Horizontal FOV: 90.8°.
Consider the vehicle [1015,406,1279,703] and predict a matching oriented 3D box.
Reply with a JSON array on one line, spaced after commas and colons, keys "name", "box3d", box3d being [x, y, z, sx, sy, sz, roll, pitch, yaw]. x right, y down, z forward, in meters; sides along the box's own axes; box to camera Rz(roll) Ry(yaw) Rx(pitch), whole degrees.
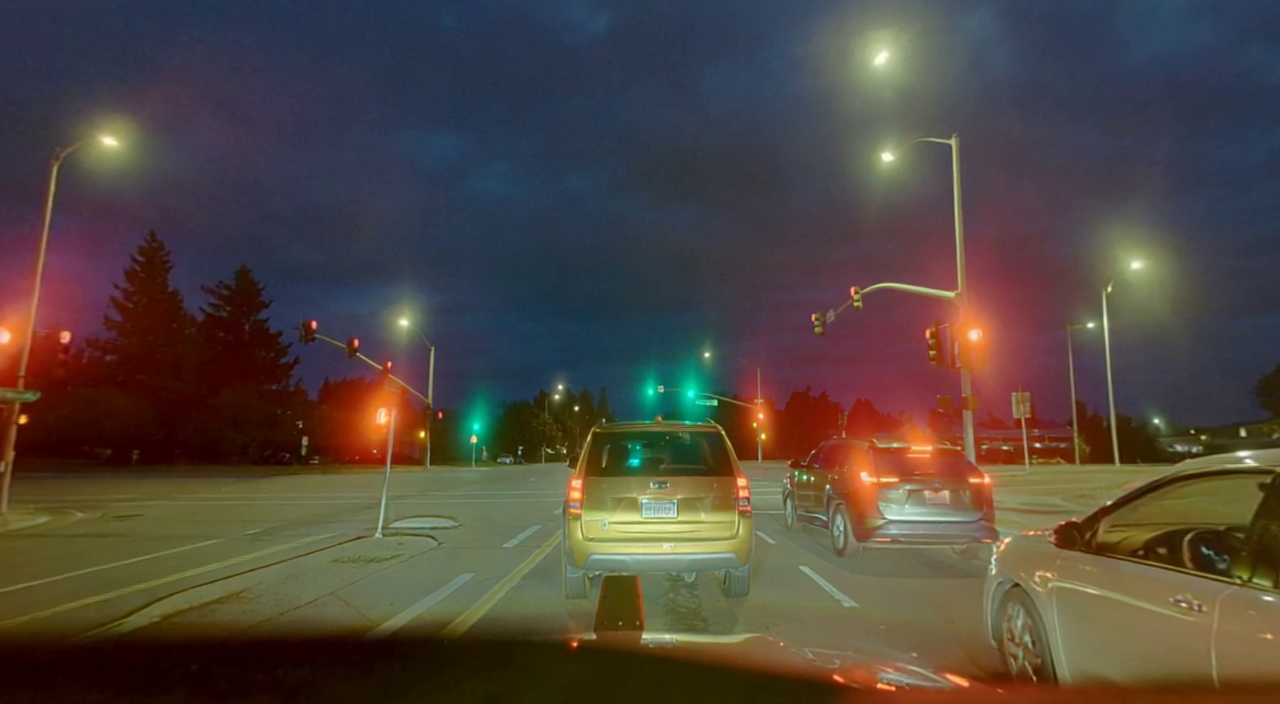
[{"name": "vehicle", "box3d": [3.157, 0.815, 1.426, 1.924, 1.466, 4.461, 0, -8, 1]}]

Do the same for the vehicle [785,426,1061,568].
[{"name": "vehicle", "box3d": [3.527, 1.868, 8.936, 1.861, 1.495, 4.215, 0, -8, -1]}]

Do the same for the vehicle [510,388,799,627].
[{"name": "vehicle", "box3d": [0.108, 1.499, 7.076, 2.170, 1.793, 4.468, 0, -8, 0]}]
